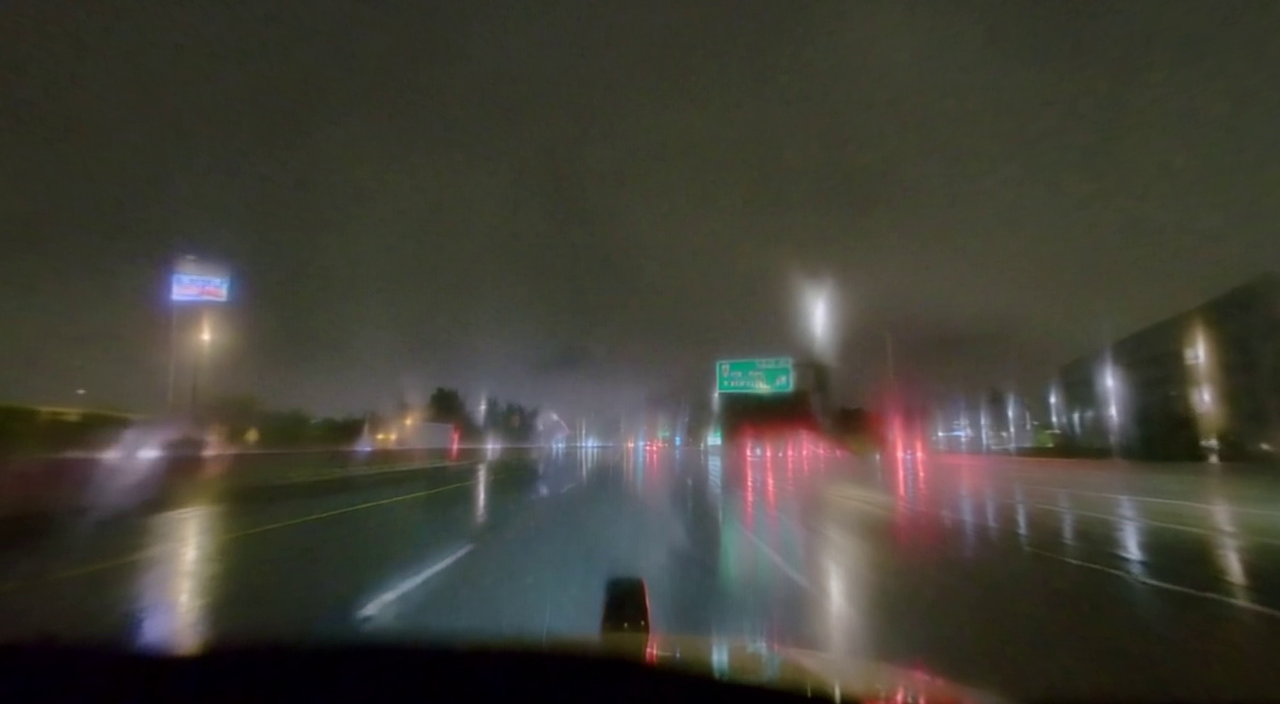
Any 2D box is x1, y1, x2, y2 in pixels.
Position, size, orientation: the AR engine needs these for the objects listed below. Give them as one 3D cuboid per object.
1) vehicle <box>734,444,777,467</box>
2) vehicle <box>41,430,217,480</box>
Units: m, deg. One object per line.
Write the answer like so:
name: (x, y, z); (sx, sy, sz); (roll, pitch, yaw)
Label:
vehicle: (7.868, 7.049, 43.217); (2.056, 1.465, 4.304); (0, -8, -1)
vehicle: (-21.000, 4.271, 26.412); (2.348, 1.818, 5.837); (0, -8, 2)
